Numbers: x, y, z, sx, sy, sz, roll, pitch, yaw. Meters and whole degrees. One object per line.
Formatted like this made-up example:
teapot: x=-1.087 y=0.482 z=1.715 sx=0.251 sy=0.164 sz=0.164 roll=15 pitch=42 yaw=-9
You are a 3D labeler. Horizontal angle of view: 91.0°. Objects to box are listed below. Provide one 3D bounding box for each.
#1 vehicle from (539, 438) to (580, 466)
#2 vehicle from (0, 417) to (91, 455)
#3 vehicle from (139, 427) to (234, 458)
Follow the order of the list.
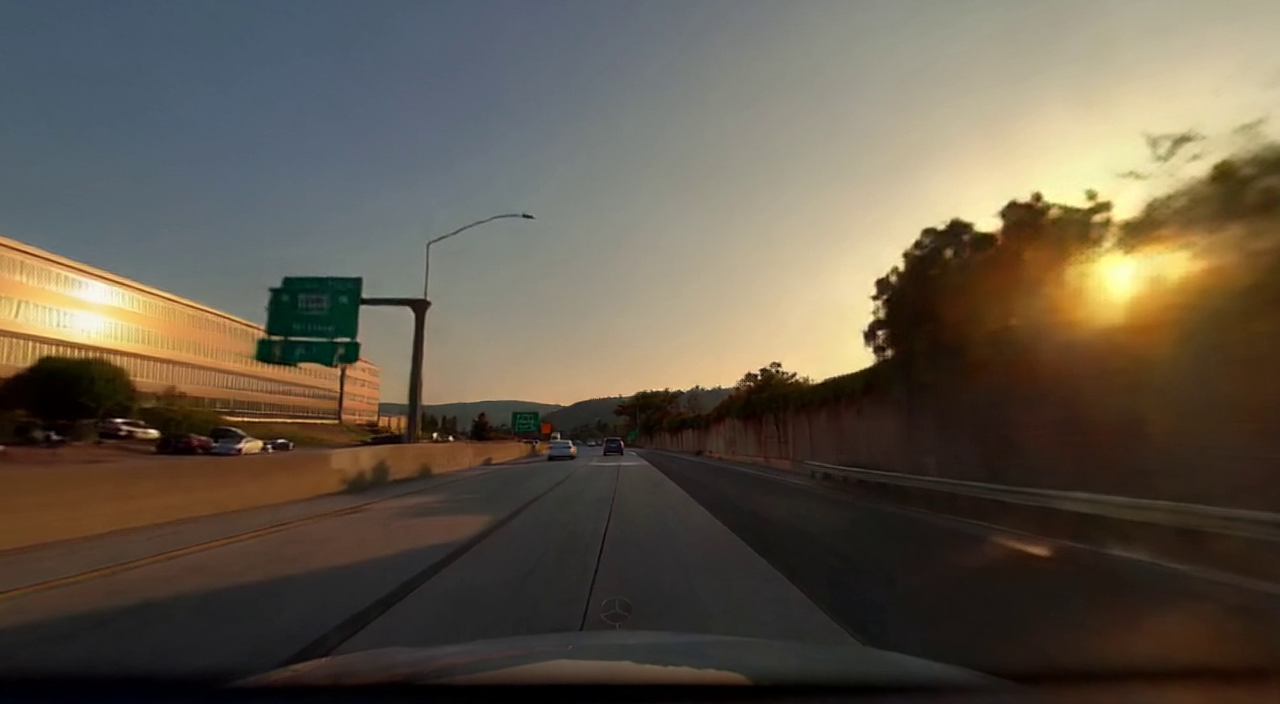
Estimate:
vehicle: x=-4.755 y=5.992 z=37.825 sx=2.045 sy=1.547 sz=4.162 roll=0 pitch=-8 yaw=-2
vehicle: x=-41.679 y=5.743 z=42.805 sx=5.841 sy=2.498 sz=2.655 roll=0 pitch=-8 yaw=-5
vehicle: x=-30.765 y=6.152 z=42.822 sx=4.674 sy=1.939 sz=2.061 roll=0 pitch=-8 yaw=-7
